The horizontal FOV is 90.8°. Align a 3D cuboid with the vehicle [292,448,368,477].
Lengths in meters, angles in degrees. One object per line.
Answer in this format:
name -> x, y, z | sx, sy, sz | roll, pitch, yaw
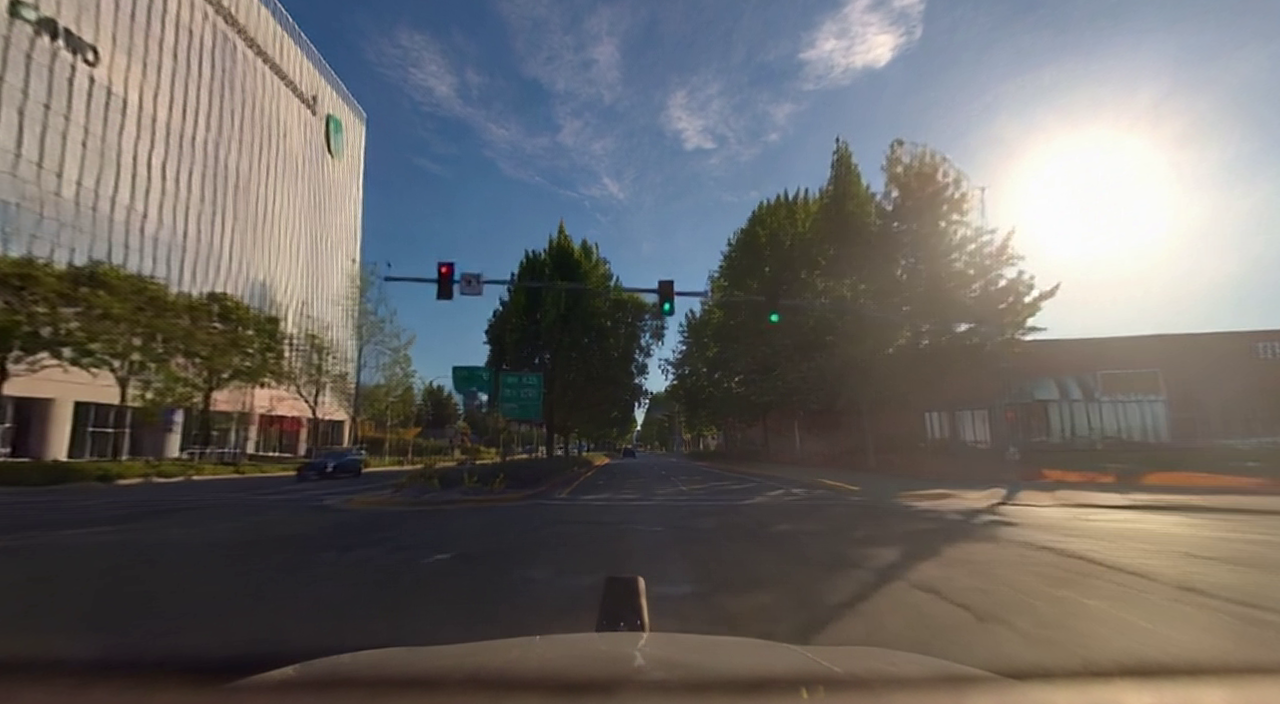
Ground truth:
vehicle -> -16.782, 5.984, 34.491 | 1.924, 1.434, 4.456 | 0, -9, -1
